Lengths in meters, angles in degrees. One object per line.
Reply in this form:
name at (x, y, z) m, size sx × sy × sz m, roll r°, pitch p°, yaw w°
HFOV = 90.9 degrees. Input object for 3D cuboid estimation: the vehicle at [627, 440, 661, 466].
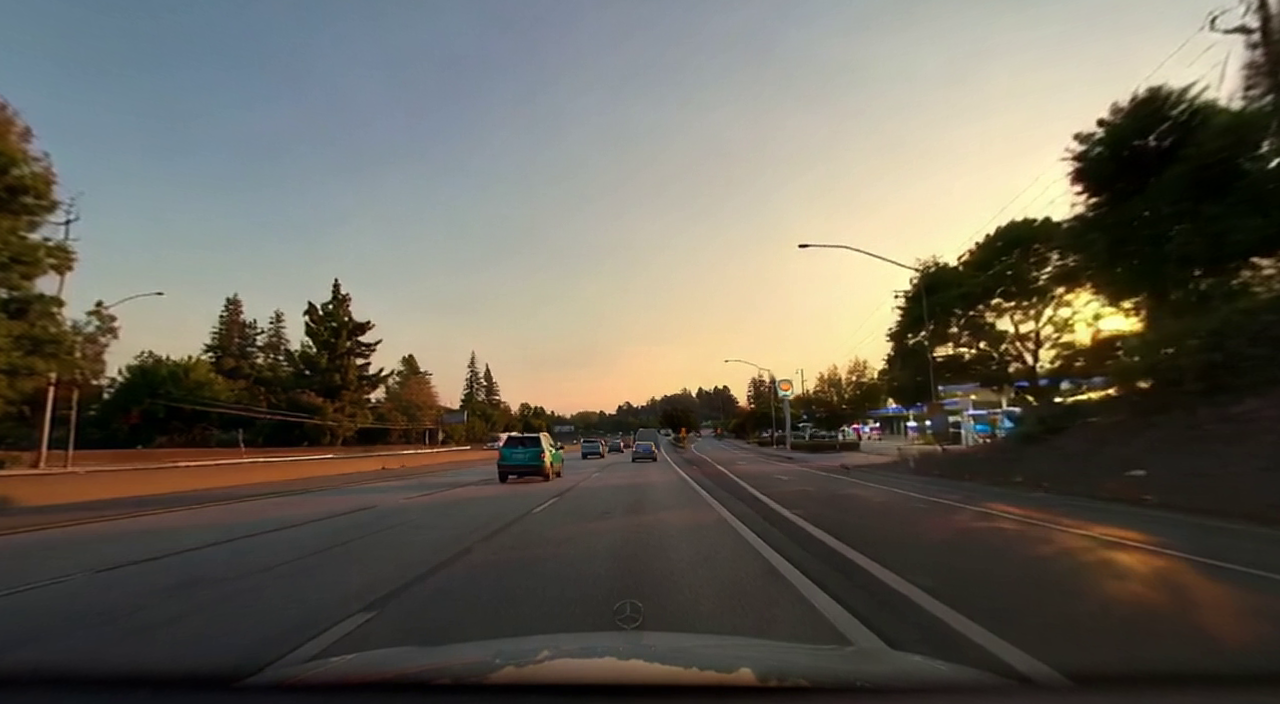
vehicle at (0.208, 6.155, 38.642) m, size 1.982 × 1.524 × 3.800 m, roll 0°, pitch -8°, yaw -1°

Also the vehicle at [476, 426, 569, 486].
vehicle at (-3.993, 3.647, 22.358) m, size 2.273 × 1.884 × 4.515 m, roll 0°, pitch -8°, yaw 2°
